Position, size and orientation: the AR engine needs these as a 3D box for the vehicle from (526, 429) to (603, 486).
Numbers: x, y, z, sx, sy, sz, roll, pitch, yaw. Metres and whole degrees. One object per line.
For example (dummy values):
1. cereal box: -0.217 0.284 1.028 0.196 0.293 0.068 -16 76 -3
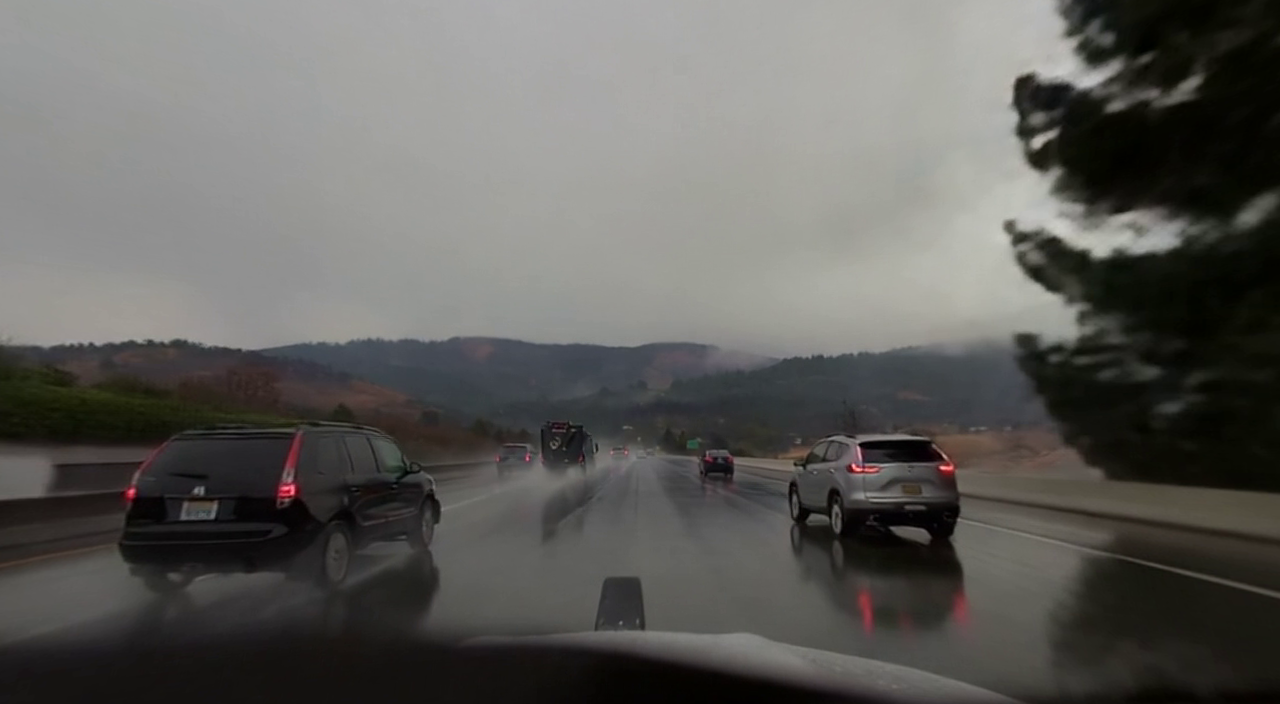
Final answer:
1. vehicle: -2.999 4.412 26.561 2.494 2.136 5.539 0 -9 1

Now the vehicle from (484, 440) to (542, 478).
1. vehicle: -6.897 5.857 34.722 2.149 1.922 4.976 0 -9 0

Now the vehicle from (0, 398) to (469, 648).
1. vehicle: -3.441 1.506 6.536 2.080 1.716 4.207 0 -9 1

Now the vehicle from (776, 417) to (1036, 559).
1. vehicle: 3.732 2.008 10.009 2.066 1.696 4.604 0 -9 -1

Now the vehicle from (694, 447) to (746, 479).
1. vehicle: 4.173 5.879 33.619 2.071 1.570 4.637 0 -9 -1
